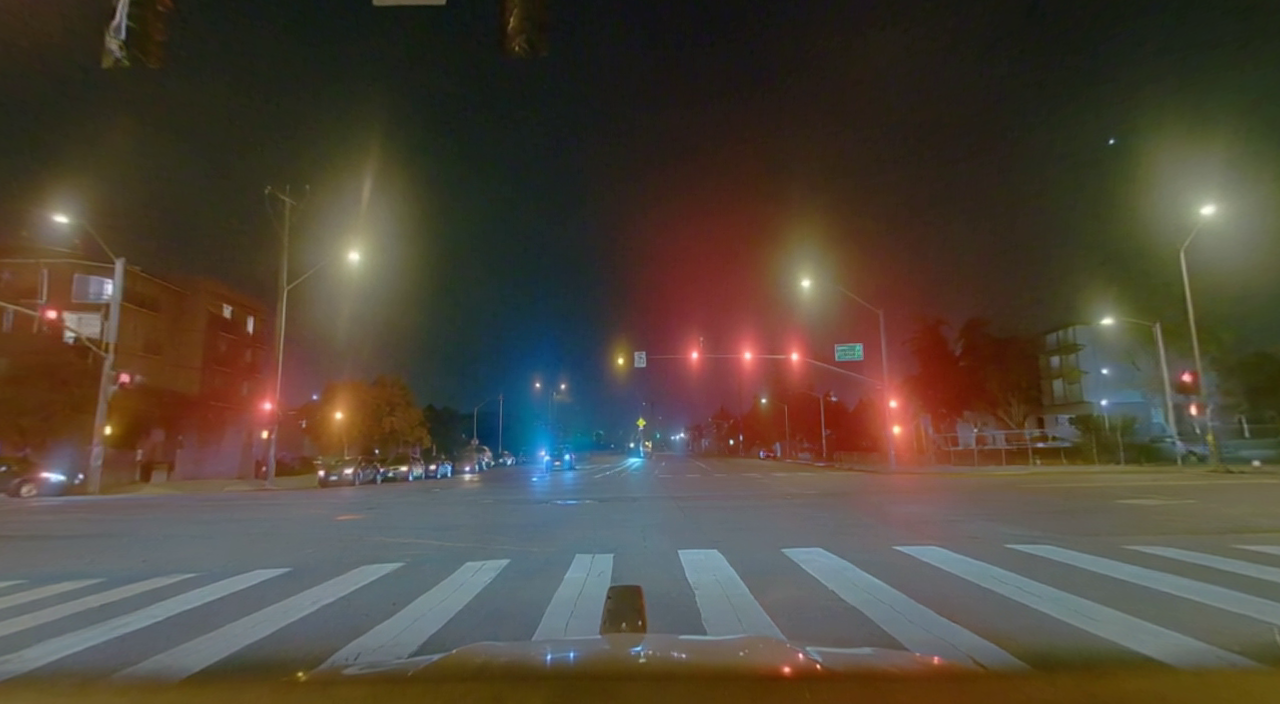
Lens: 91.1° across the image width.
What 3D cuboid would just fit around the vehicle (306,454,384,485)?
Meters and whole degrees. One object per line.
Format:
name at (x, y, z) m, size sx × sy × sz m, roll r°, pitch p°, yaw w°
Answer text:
vehicle at (-16.091, 6.381, 34.497) m, size 2.055 × 1.506 × 4.663 m, roll 0°, pitch -9°, yaw -1°

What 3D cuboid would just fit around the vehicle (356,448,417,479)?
vehicle at (-16.191, 7.111, 40.427) m, size 1.960 × 1.819 × 5.018 m, roll 0°, pitch -9°, yaw -1°

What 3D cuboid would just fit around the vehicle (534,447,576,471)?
vehicle at (-5.571, 7.124, 41.899) m, size 2.154 × 1.501 × 4.416 m, roll 0°, pitch -9°, yaw 0°
